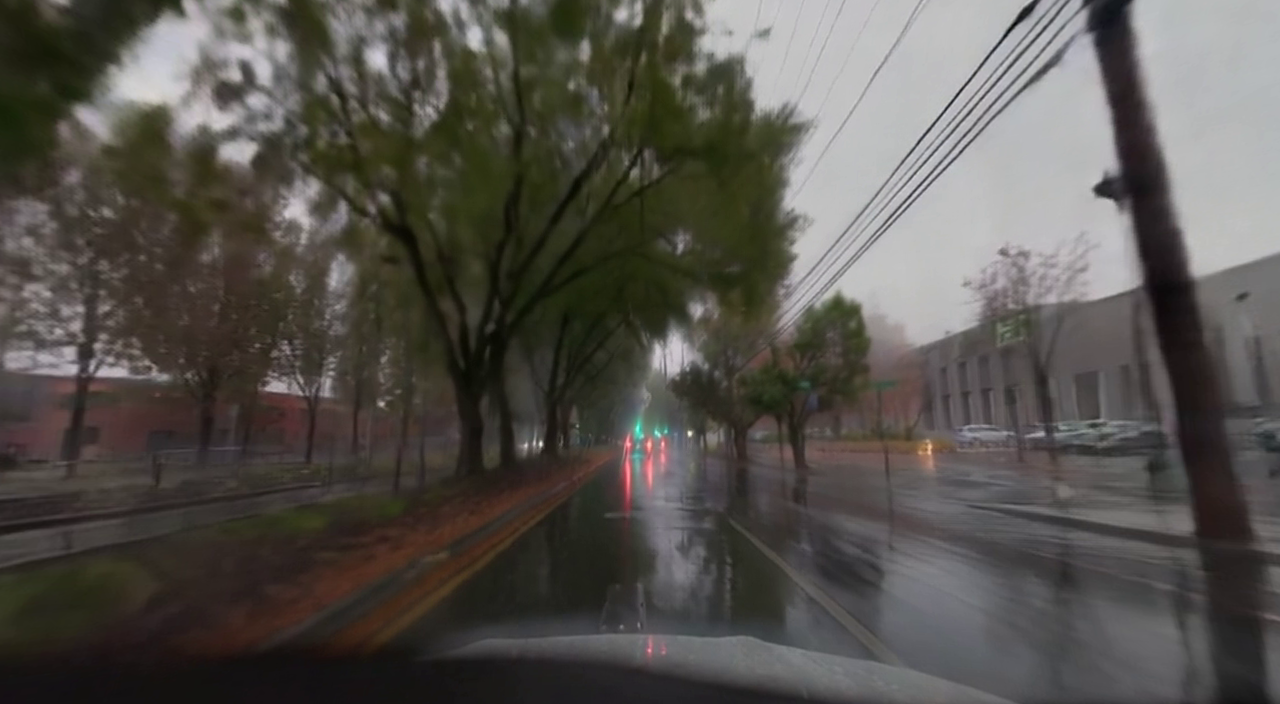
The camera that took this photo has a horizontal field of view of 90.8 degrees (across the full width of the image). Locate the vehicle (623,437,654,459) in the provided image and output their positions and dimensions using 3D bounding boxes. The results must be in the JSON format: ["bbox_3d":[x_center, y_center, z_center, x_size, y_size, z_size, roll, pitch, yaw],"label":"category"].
[{"bbox_3d":[-0.132,6.877,45.588,2.109,1.501,4.042,0,-8,-1],"label":"vehicle"}]
